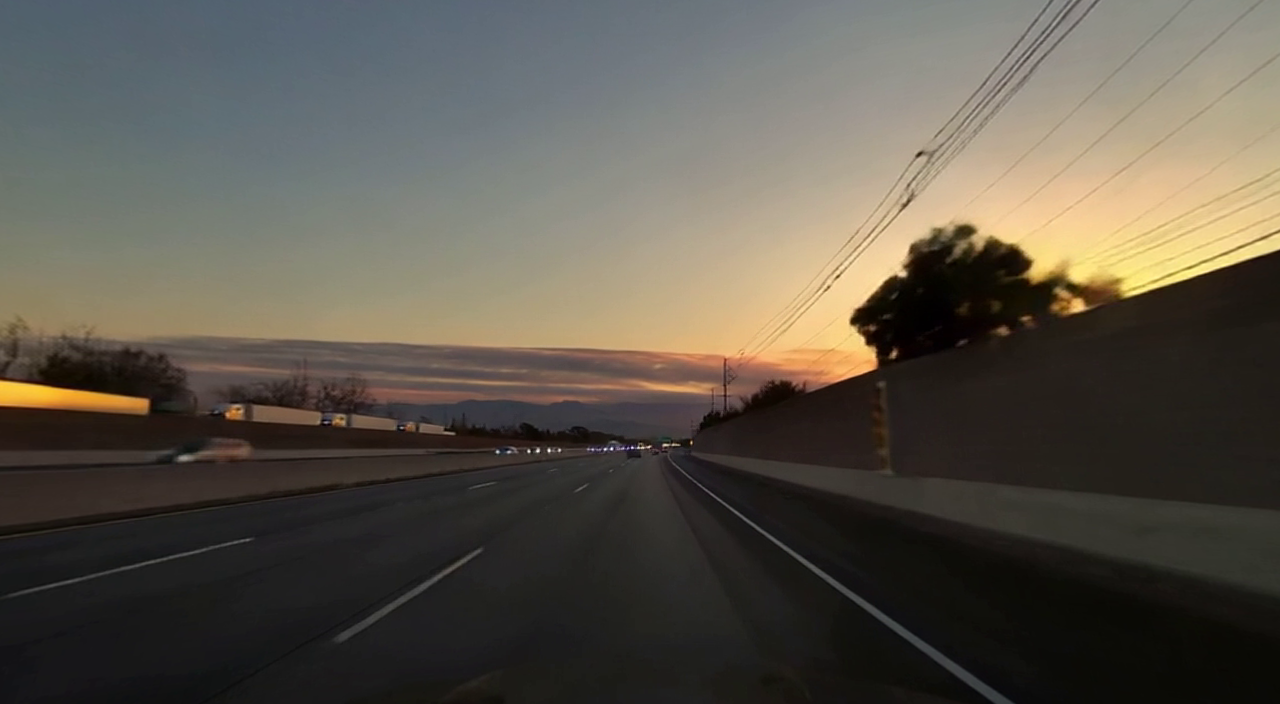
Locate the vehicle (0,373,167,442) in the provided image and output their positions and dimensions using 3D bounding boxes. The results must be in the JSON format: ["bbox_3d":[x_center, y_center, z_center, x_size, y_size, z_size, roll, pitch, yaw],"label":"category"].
[{"bbox_3d":[-42.731,4.226,45.620,3.206,3.635,18.419,-3,-10,-2],"label":"vehicle"}]
